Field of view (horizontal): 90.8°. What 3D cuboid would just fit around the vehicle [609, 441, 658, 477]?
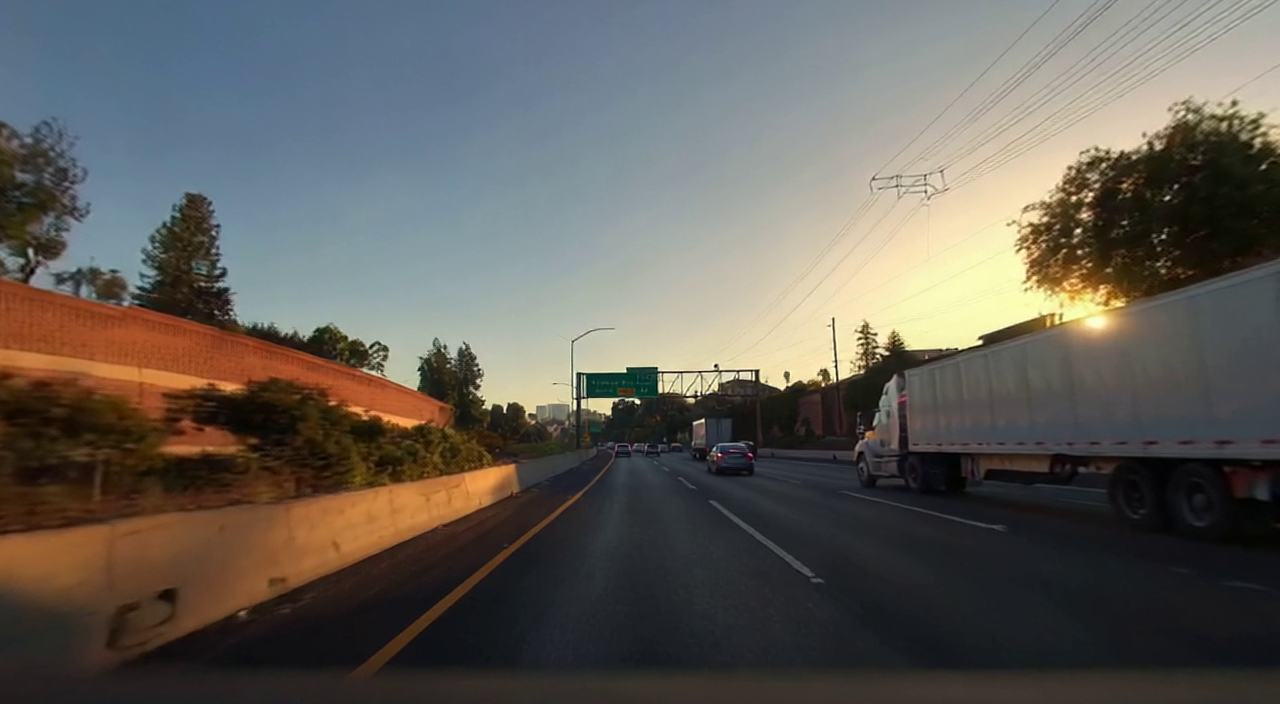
[{"bbox_3d":[-0.317,4.830,28.715,2.083,1.477,3.965,0,-9,-2],"label":"vehicle"}]

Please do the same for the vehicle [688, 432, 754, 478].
[{"bbox_3d":[3.477,4.513,27.953,2.114,1.849,4.692,0,-9,-2],"label":"vehicle"}]

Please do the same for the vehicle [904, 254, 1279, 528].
[{"bbox_3d":[11.170,1.404,15.048,2.914,4.134,15.553,0,-8,-1],"label":"vehicle"}]
